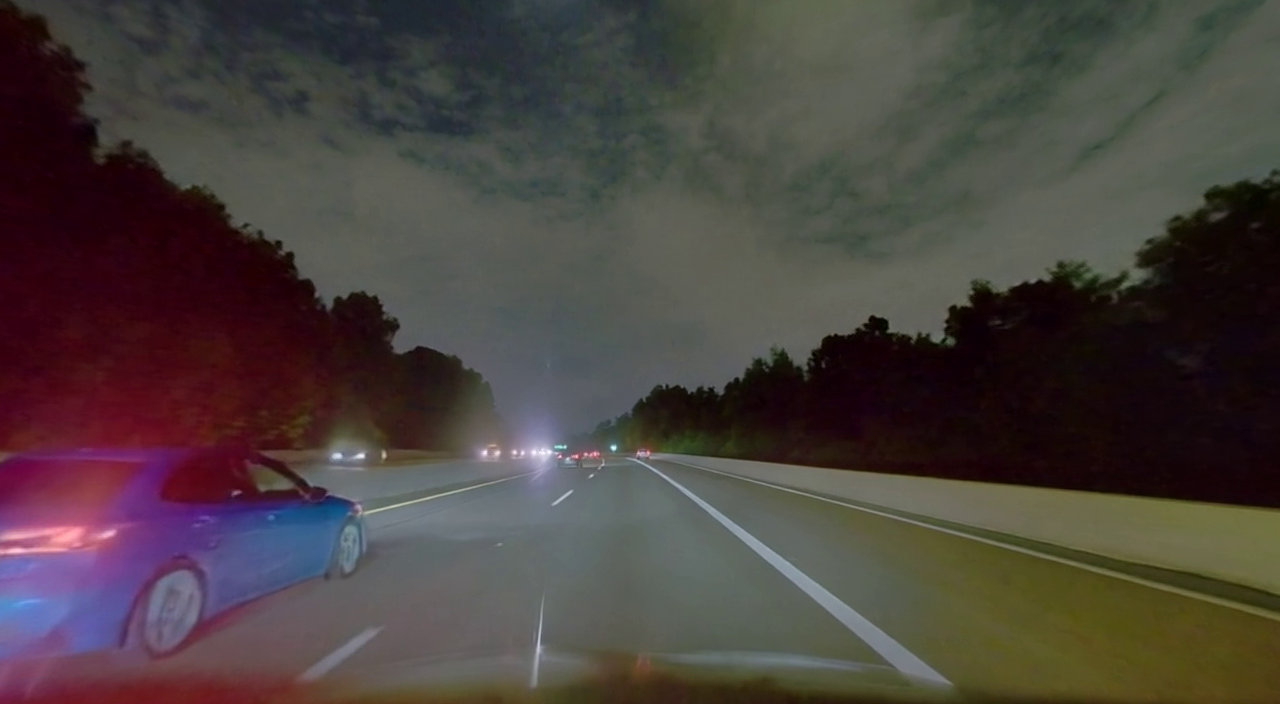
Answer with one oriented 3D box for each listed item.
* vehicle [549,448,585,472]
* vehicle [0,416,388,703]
[{"bbox_3d":[-5.055,7.518,44.191,2.049,1.521,4.366,0,-9,-1],"label":"vehicle"},{"bbox_3d":[-3.782,1.296,4.442,1.957,1.499,4.965,0,-9,0],"label":"vehicle"}]
